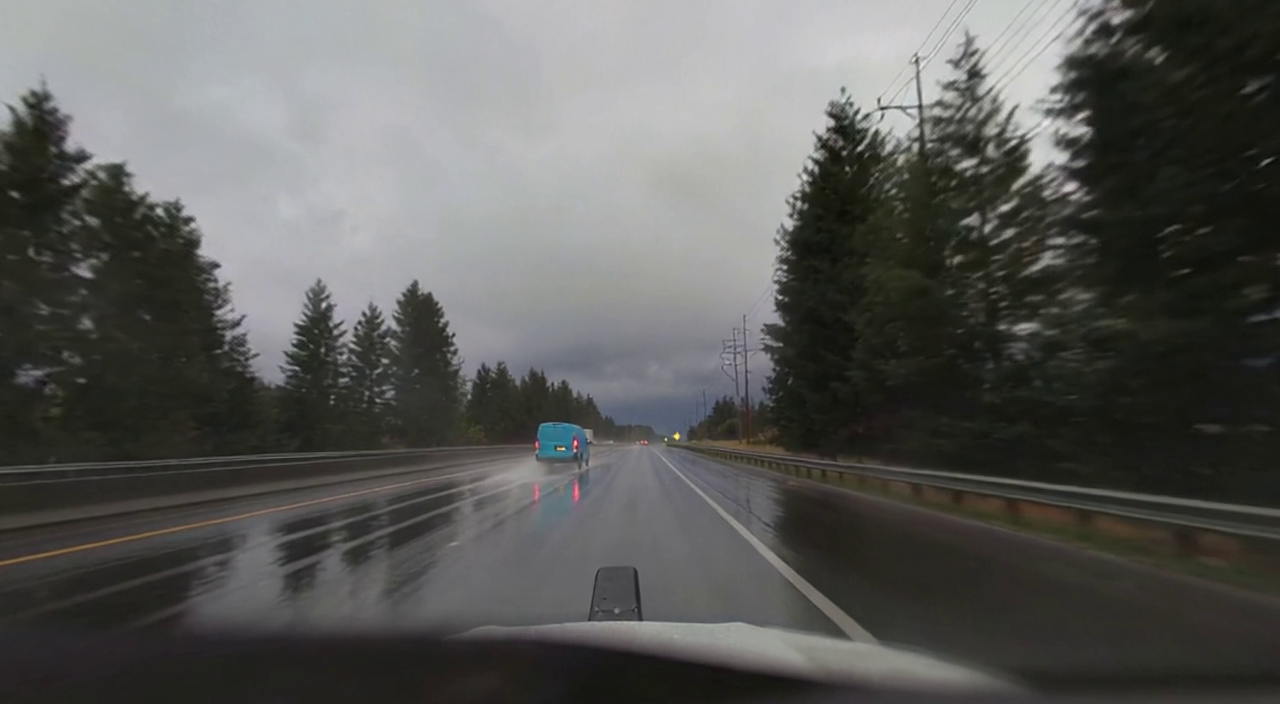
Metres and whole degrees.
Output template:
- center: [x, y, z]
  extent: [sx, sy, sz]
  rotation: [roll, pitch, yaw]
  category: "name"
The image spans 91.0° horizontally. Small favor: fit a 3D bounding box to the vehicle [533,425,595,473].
- center: [-3.135, 4.113, 26.928]
  extent: [2.041, 1.856, 4.353]
  rotation: [0, -8, 1]
  category: "vehicle"
